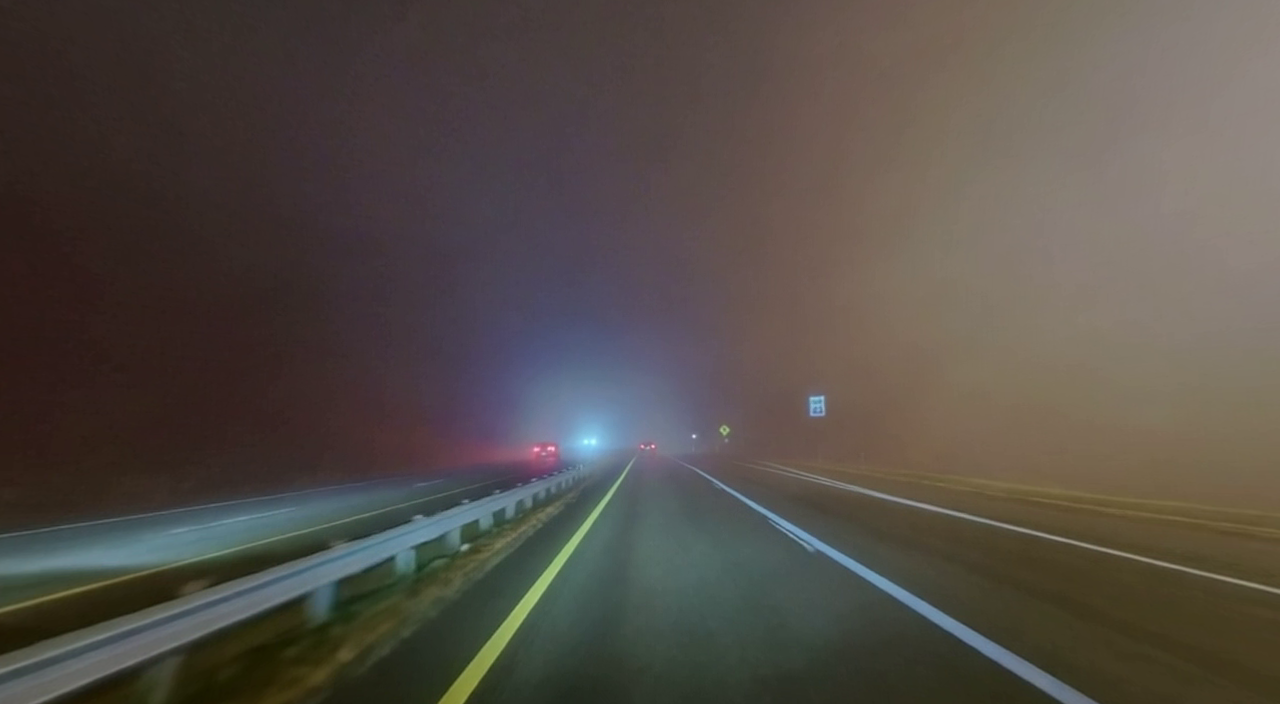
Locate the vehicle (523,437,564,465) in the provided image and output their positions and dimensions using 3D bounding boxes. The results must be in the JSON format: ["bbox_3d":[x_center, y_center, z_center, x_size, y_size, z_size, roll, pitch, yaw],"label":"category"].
[{"bbox_3d":[-6.861,7.040,45.039,2.068,1.897,4.372,0,-8,2],"label":"vehicle"}]

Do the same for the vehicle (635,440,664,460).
[{"bbox_3d":[0.704,7.378,47.490,2.061,1.469,3.782,0,-8,1],"label":"vehicle"}]
